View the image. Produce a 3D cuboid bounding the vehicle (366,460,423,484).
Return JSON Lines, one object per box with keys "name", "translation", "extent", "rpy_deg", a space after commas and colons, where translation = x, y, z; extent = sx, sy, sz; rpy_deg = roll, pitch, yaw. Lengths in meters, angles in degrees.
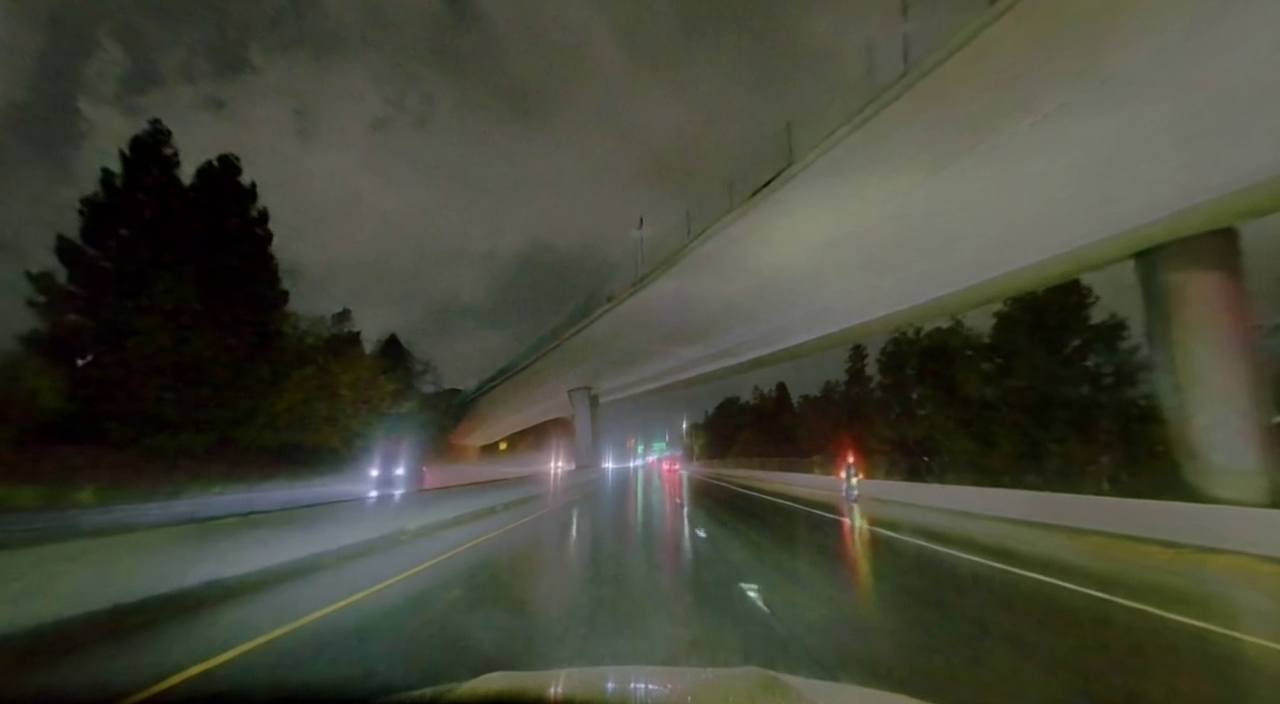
{"name": "vehicle", "translation": [-15.603, 7.657, 40.285], "extent": [1.910, 1.464, 4.338], "rpy_deg": [1, -10, 0]}
